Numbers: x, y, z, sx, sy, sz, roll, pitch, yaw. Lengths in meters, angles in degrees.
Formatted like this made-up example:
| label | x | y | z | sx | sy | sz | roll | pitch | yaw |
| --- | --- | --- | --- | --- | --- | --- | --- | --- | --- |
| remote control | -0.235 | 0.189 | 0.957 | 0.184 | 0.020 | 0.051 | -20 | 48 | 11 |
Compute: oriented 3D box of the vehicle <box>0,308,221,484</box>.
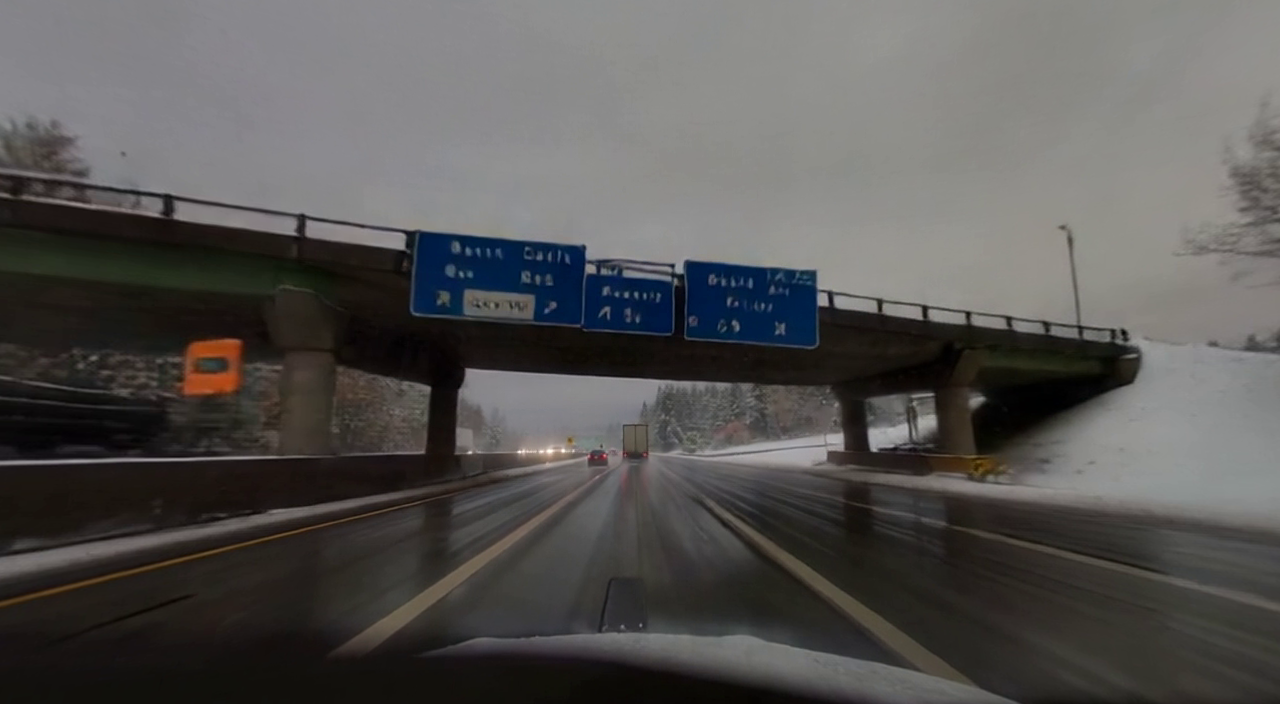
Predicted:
| label | x | y | z | sx | sy | sz | roll | pitch | yaw |
| --- | --- | --- | --- | --- | --- | --- | --- | --- | --- |
| vehicle | -15.830 | 0.932 | 13.825 | 2.913 | 3.891 | 14.844 | 0 | -9 | 1 |
